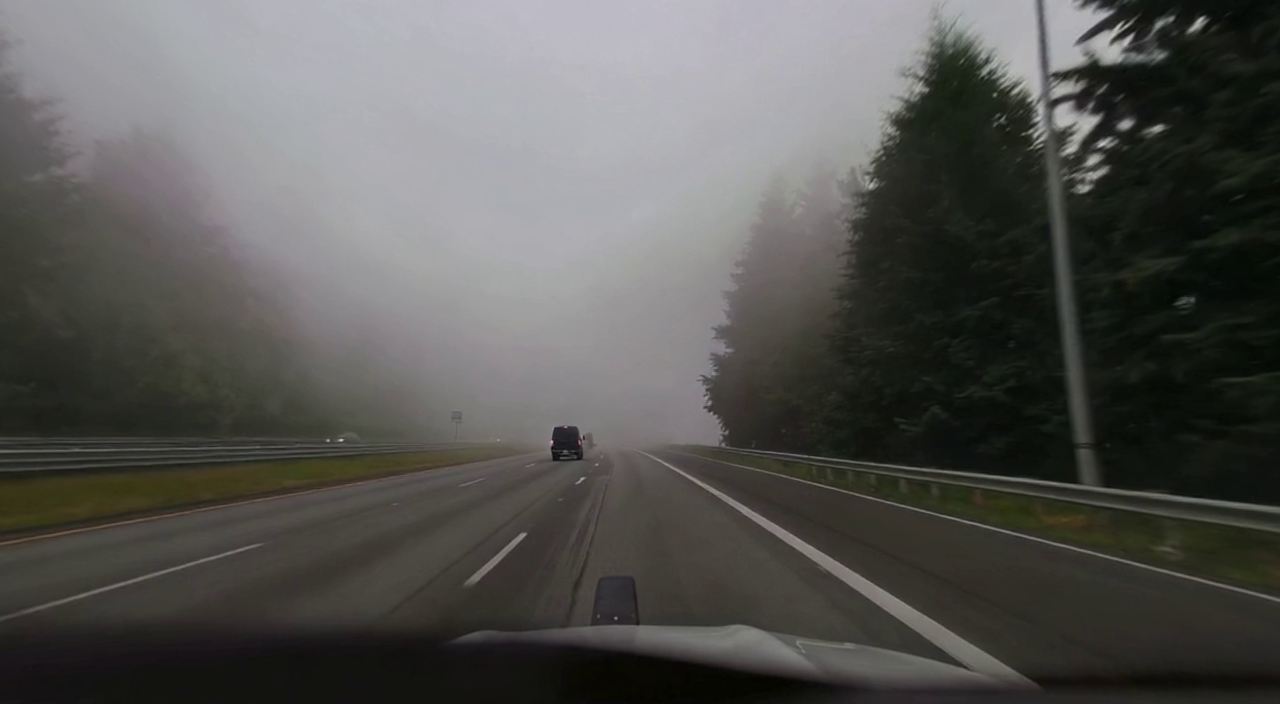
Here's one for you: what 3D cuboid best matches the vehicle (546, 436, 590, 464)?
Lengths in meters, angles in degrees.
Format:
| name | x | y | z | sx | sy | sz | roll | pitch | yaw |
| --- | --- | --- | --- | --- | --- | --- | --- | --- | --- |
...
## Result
| name | x | y | z | sx | sy | sz | roll | pitch | yaw |
| --- | --- | --- | --- | --- | --- | --- | --- | --- | --- |
| vehicle | -4.400 | 6.096 | 39.175 | 2.217 | 1.604 | 4.614 | 0 | -8 | -1 |
